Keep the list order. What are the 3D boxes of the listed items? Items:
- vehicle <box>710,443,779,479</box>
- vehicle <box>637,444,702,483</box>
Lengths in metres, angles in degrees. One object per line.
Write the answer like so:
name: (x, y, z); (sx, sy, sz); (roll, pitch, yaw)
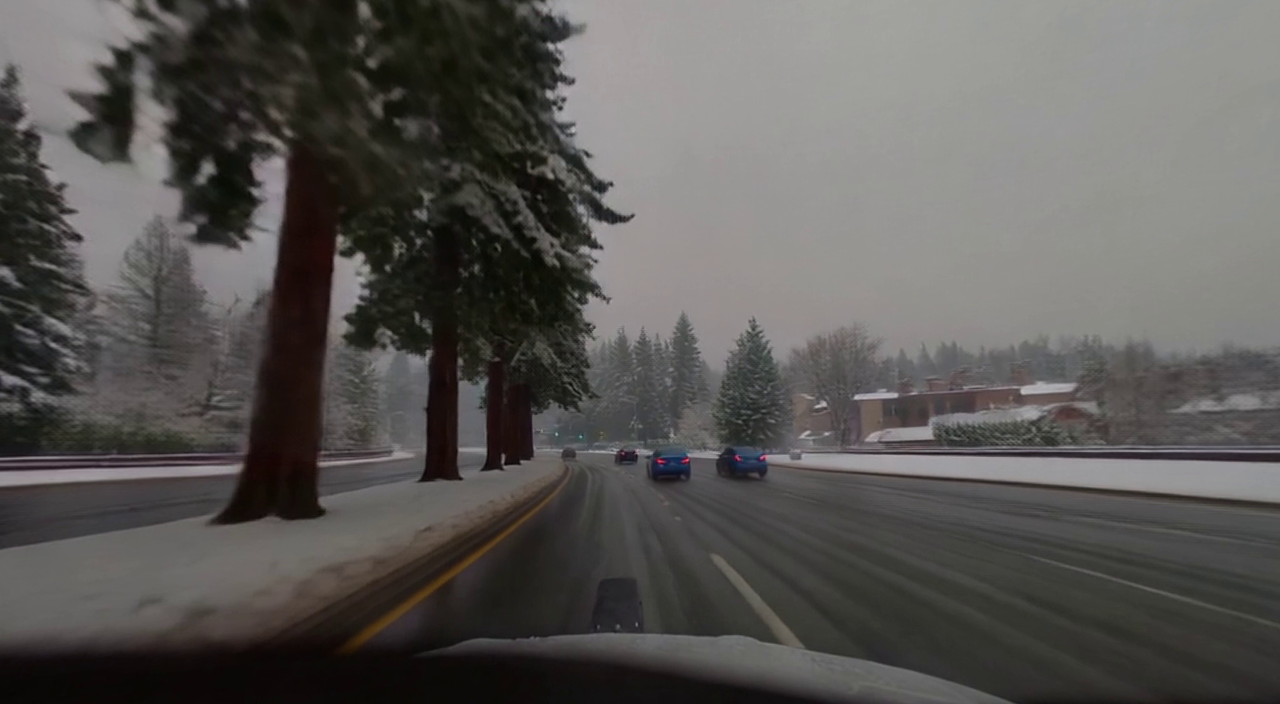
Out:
vehicle: (4.619, 4.905, 28.492); (1.901, 1.474, 4.363); (1, -9, -6)
vehicle: (1.133, 4.590, 26.090); (2.077, 1.464, 4.134); (1, -9, -6)
